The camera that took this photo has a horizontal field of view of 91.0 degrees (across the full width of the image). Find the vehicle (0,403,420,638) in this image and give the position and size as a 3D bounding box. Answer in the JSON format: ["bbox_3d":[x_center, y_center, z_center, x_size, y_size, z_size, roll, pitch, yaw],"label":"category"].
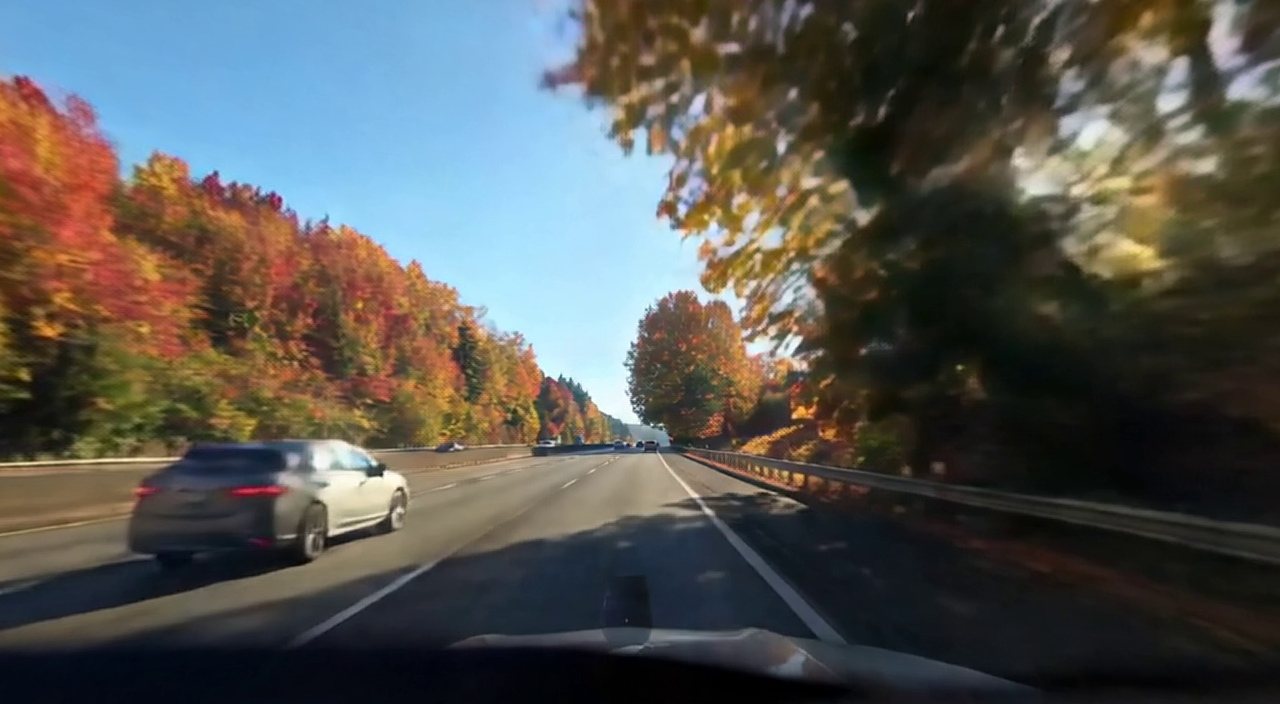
[{"bbox_3d":[-4.281,1.513,6.755,2.123,1.643,4.479,0,-8,1],"label":"vehicle"}]
